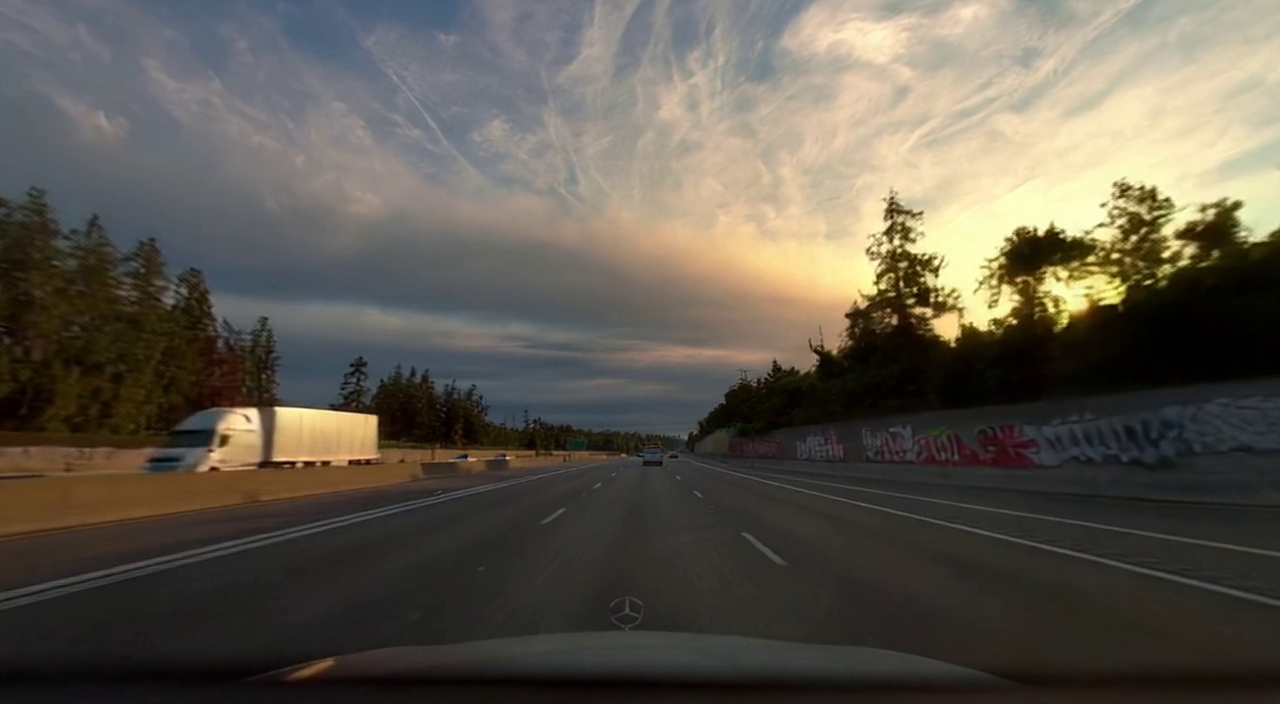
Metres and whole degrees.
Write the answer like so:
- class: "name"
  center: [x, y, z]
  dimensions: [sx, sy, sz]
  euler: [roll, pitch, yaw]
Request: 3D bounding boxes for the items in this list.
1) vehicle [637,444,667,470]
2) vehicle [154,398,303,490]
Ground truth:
- class: "vehicle"
  center: [0.926, 8.230, 49.547]
  dimensions: [2.279, 1.934, 4.268]
  euler: [0, -9, 0]
- class: "vehicle"
  center: [-19.397, 4.378, 30.240]
  dimensions: [2.964, 3.952, 5.786]
  euler: [0, -8, 1]
